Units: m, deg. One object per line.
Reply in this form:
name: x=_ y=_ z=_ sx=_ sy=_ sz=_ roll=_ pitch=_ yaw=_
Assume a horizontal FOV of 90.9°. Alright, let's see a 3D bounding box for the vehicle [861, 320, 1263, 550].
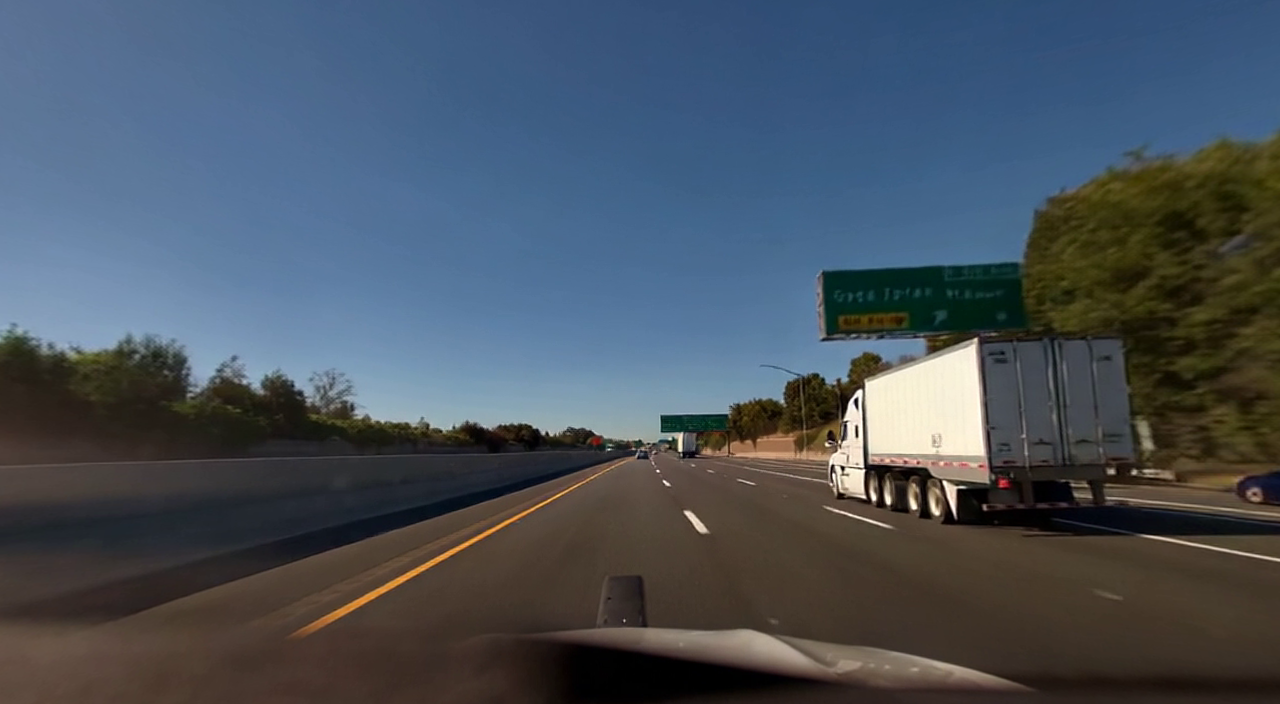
vehicle: x=7.148 y=1.710 z=12.555 sx=2.690 sy=3.197 sz=7.515 roll=0 pitch=-9 yaw=0
